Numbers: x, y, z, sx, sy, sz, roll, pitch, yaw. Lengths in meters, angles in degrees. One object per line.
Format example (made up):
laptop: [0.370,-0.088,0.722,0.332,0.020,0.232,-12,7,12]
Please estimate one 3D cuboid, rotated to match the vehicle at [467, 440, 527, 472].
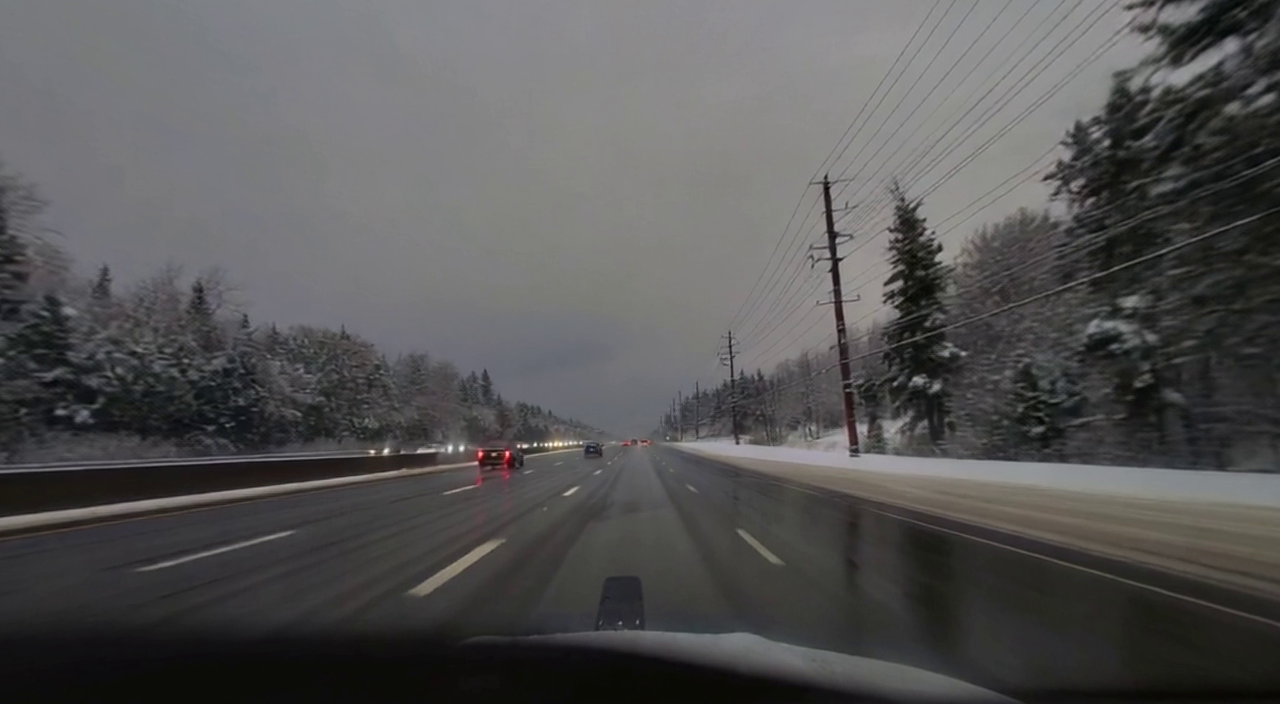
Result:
vehicle: [-7.427,5.480,33.224,2.034,1.563,4.476,0,-9,1]
